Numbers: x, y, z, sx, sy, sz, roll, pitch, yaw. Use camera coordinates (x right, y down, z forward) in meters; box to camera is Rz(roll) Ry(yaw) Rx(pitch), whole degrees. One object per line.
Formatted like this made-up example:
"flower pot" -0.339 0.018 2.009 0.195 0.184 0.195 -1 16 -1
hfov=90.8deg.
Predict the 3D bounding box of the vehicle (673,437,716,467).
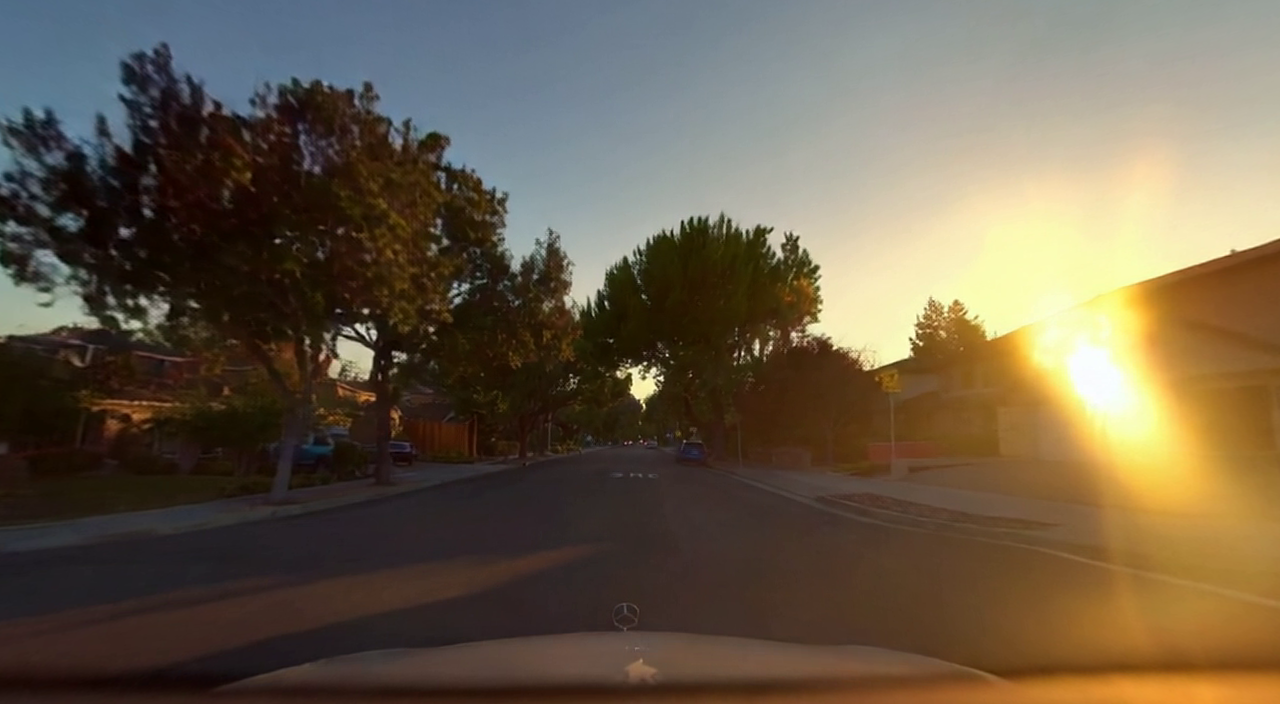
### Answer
"vehicle" 3.094 5.827 36.852 2.114 1.633 4.042 0 -8 0
